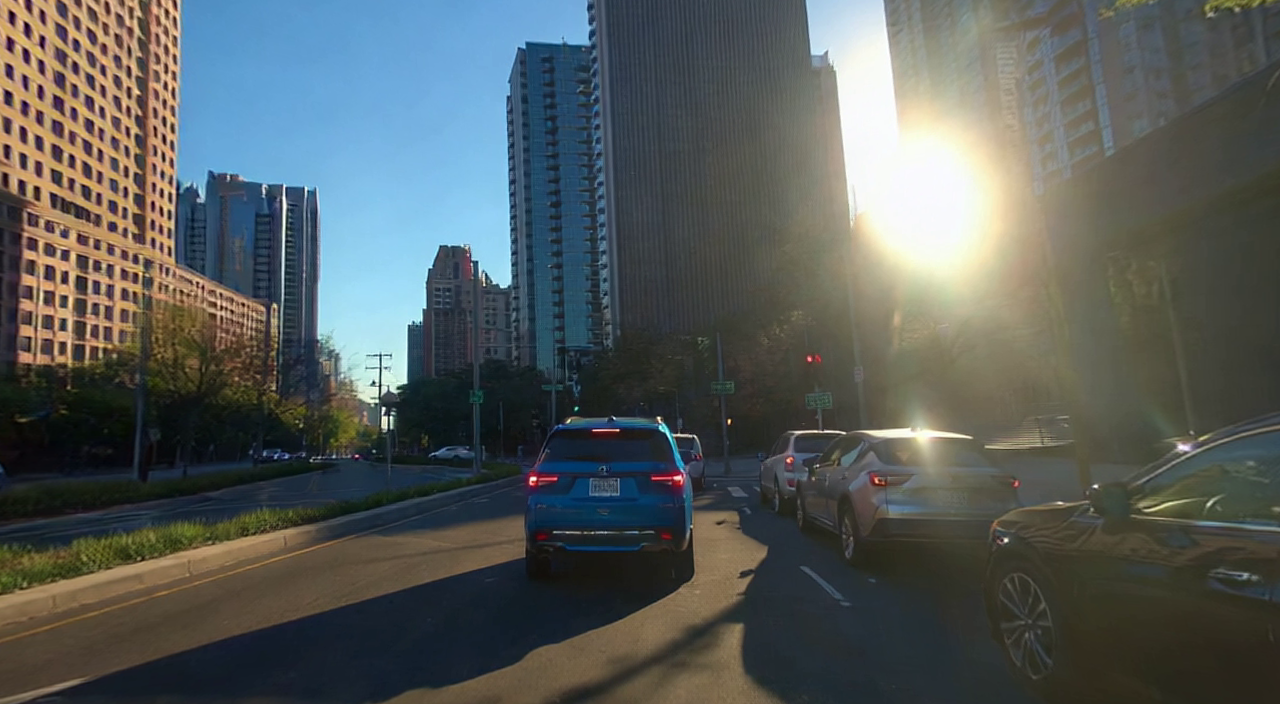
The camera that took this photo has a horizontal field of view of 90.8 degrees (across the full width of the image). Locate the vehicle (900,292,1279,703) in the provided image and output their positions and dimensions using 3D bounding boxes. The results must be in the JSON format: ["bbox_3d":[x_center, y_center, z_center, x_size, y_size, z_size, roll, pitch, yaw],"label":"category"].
[{"bbox_3d":[2.997,0.747,2.240,2.063,1.760,4.664,0,-9,-1],"label":"vehicle"}]

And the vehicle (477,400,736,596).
[{"bbox_3d":[-0.342,1.578,7.627,2.249,1.684,4.084,0,-9,-1],"label":"vehicle"}]

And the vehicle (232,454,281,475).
[{"bbox_3d":[-28.151,8.228,46.513,1.967,1.428,4.832,3,-9,-18],"label":"vehicle"}]

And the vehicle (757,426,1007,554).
[{"bbox_3d":[3.288,1.981,9.808,1.941,1.482,4.632,0,-9,-2],"label":"vehicle"}]
